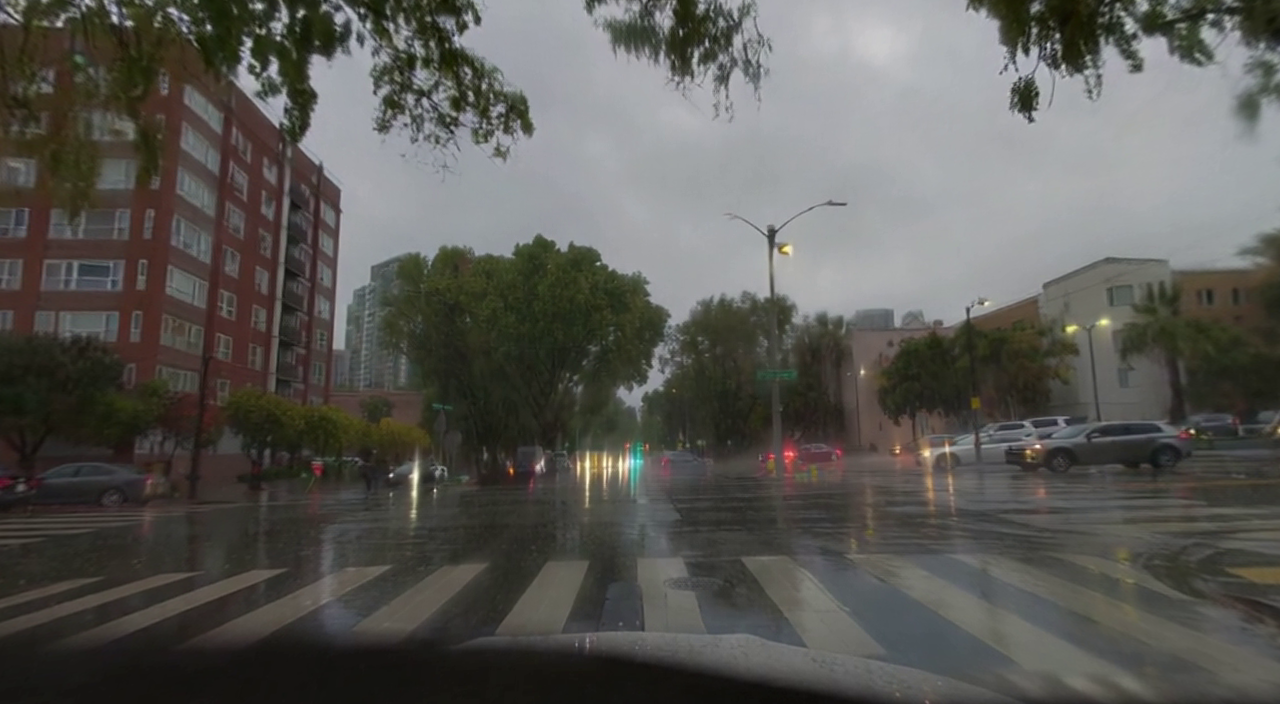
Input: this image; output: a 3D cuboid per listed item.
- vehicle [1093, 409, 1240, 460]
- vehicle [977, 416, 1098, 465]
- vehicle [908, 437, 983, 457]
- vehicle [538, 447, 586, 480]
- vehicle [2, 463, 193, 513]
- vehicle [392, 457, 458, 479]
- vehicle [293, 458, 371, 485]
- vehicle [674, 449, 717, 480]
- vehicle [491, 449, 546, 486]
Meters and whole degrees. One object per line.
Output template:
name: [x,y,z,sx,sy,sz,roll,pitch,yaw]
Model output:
vehicle: [22.307,3.573,27.115,2.137,1.962,4.988,-1,-8,3]
vehicle: [16.746,3.829,26.968,2.041,1.921,4.574,0,-9,-2]
vehicle: [23.018,7.157,47.737,4.528,1.475,2.070,0,-8,3]
vehicle: [-4.499,6.508,37.056,2.102,1.768,4.290,-2,-9,2]
vehicle: [-17.314,4.336,20.340,4.439,1.448,1.793,0,-9,0]
vehicle: [-16.029,8.670,47.222,4.203,1.544,1.889,-1,-8,3]
vehicle: [-23.159,8.972,47.524,4.844,1.836,2.117,-2,-8,8]
vehicle: [3.104,6.316,35.803,1.942,1.603,3.785,0,-8,-2]
vehicle: [-7.613,7.300,40.217,2.193,1.814,5.061,-9,-8,0]
